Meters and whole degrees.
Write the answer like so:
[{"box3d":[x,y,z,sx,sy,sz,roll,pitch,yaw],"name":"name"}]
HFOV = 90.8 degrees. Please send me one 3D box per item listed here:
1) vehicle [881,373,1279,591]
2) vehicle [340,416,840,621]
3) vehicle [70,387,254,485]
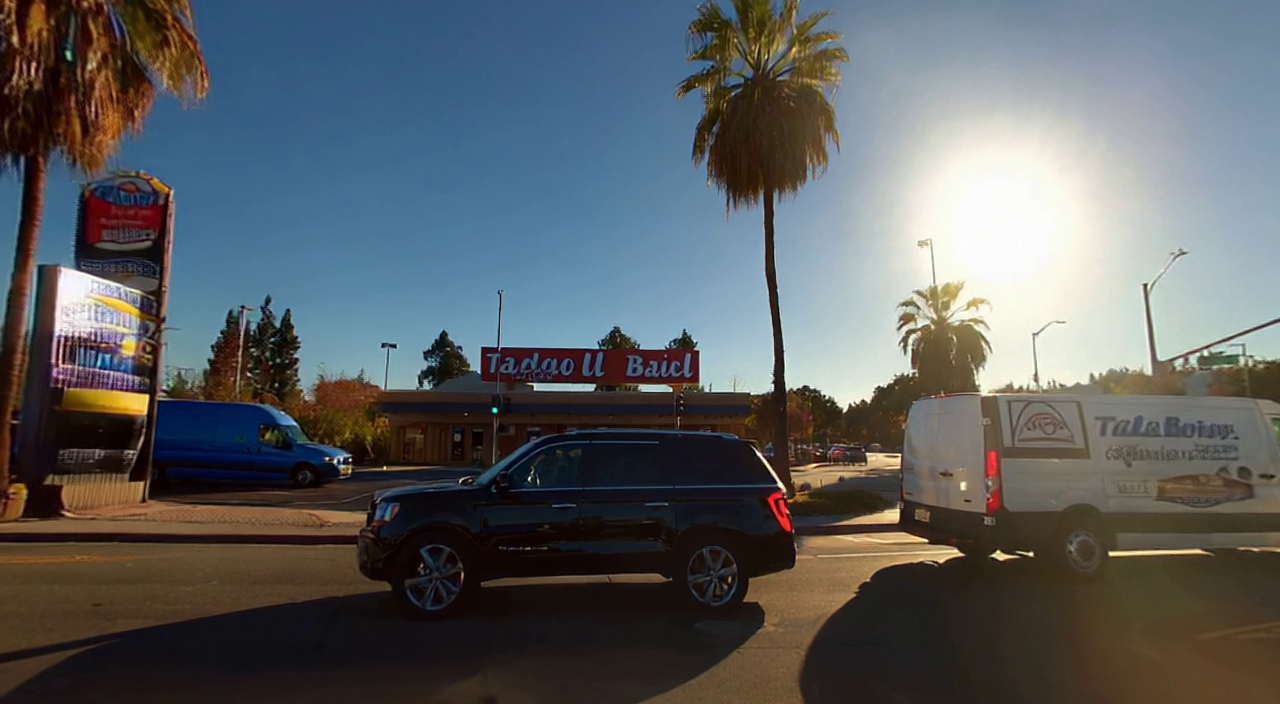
[{"box3d":[6.644,1.540,8.036,6.246,2.202,2.277,1,-9,-7],"name":"vehicle"},{"box3d":[-0.483,1.627,6.848,4.493,1.728,2.137,1,-9,-9],"name":"vehicle"},{"box3d":[-21.664,3.968,29.436,3.034,3.929,7.699,1,-9,-6],"name":"vehicle"}]
